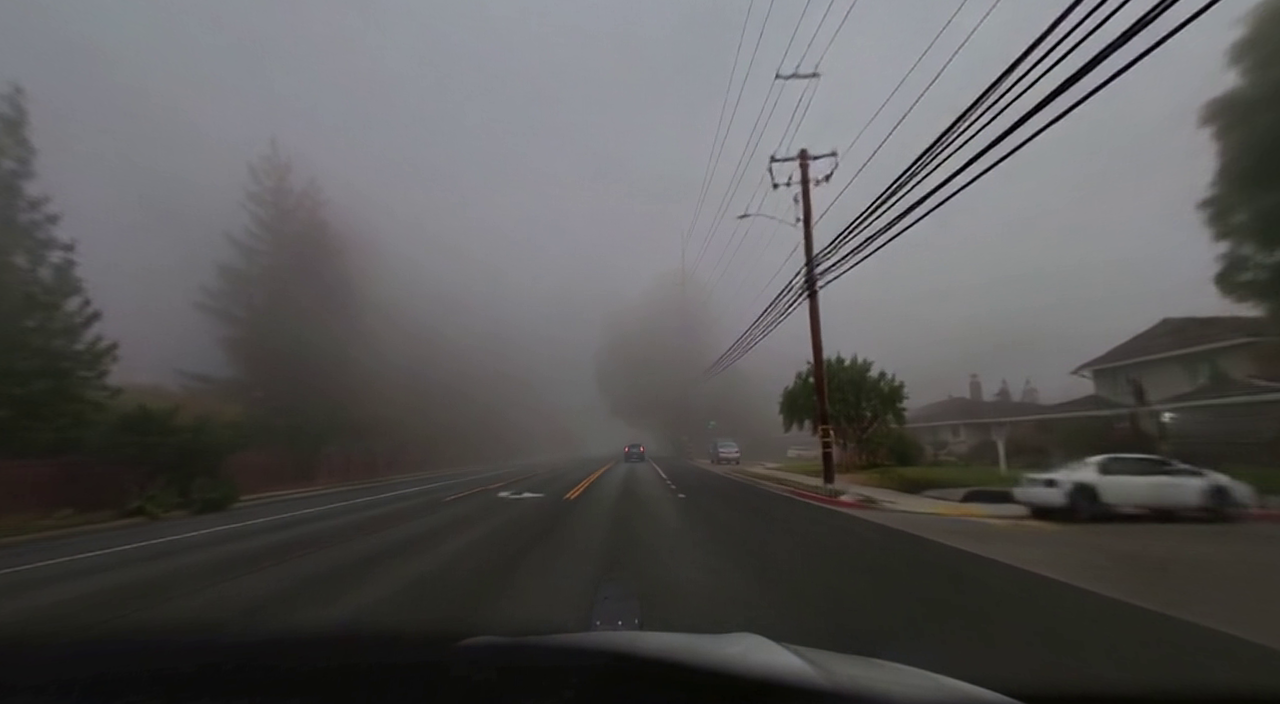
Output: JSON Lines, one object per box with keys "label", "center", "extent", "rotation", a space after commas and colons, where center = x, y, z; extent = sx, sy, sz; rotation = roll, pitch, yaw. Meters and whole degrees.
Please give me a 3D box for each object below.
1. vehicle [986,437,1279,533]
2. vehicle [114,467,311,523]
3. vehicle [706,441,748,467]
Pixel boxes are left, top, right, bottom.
{"label": "vehicle", "center": [8.761, 2.211, 10.800], "extent": [4.487, 1.461, 1.874], "rotation": [-1, -9, 8]}
{"label": "vehicle", "center": [-12.193, 4.085, 18.449], "extent": [2.530, 1.265, 4.495], "rotation": [-1, -8, 2]}
{"label": "vehicle", "center": [5.841, 6.943, 42.831], "extent": [2.039, 1.637, 4.782], "rotation": [0, -9, -1]}
